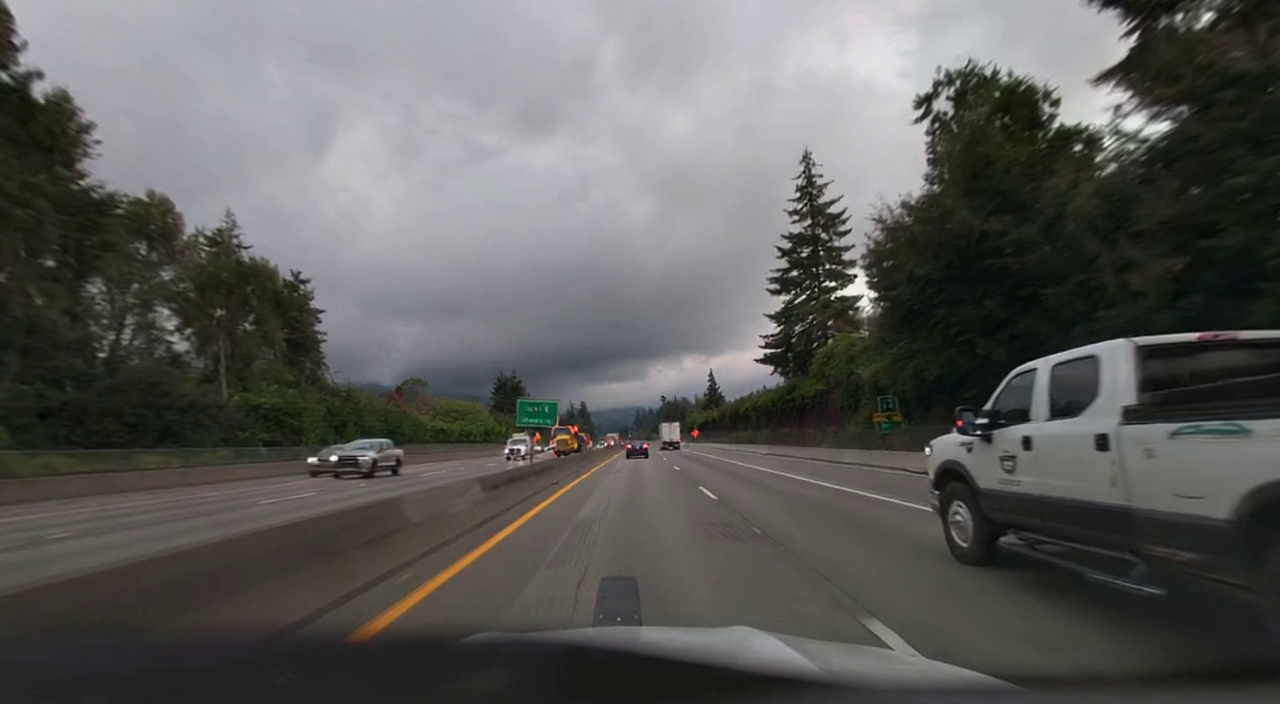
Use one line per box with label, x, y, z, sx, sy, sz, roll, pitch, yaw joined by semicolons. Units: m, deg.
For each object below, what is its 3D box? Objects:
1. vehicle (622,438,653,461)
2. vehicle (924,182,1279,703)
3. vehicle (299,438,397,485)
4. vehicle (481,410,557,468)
vehicle;-0.188;6.465;41.810;2.004;1.472;4.075;0;-8;-1
vehicle;4.155;0.500;3.240;2.724;2.337;5.508;0;-8;0
vehicle;-12.943;4.837;28.244;2.048;1.875;4.950;0;-8;0
vehicle;-8.167;6.090;43.934;3.088;3.551;10.063;-1;-8;1
